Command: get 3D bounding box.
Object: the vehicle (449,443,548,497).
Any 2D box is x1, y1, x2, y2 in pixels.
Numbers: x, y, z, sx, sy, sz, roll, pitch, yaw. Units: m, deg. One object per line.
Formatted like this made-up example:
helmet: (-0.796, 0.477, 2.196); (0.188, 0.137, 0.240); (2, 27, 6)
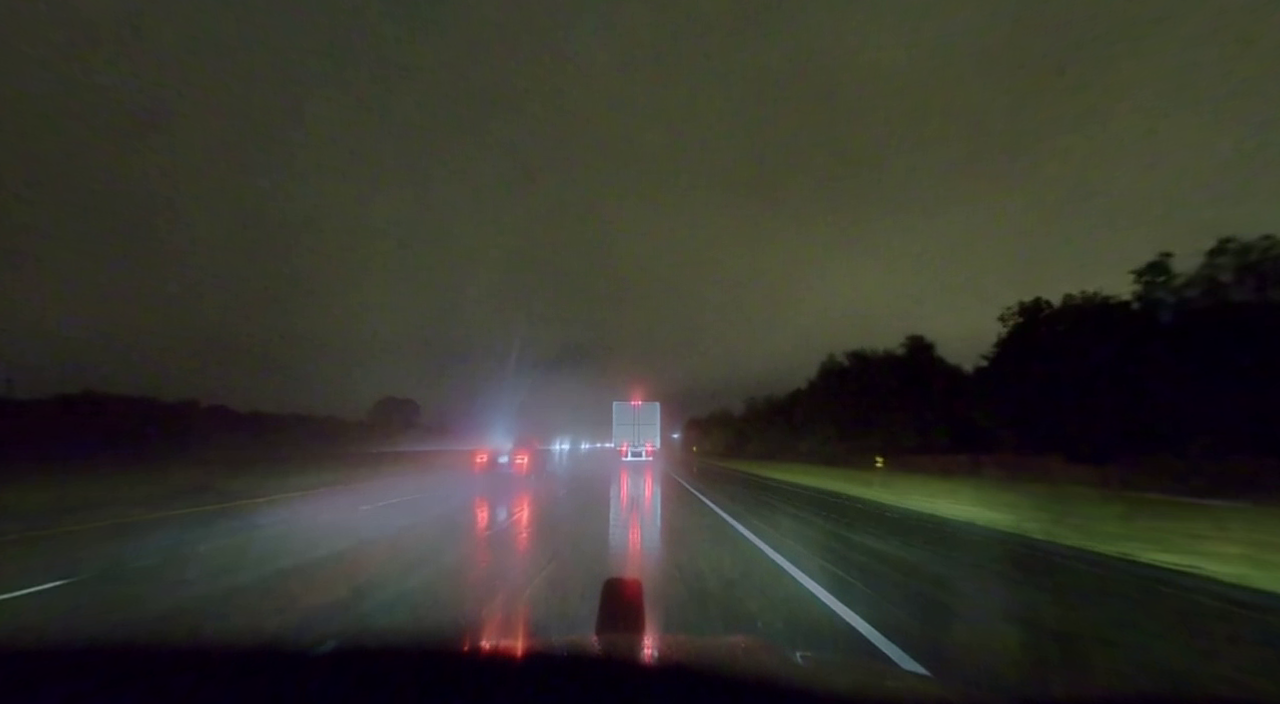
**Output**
vehicle: (-4.257, 3.638, 19.893); (1.892, 1.471, 5.047); (0, -9, 1)
